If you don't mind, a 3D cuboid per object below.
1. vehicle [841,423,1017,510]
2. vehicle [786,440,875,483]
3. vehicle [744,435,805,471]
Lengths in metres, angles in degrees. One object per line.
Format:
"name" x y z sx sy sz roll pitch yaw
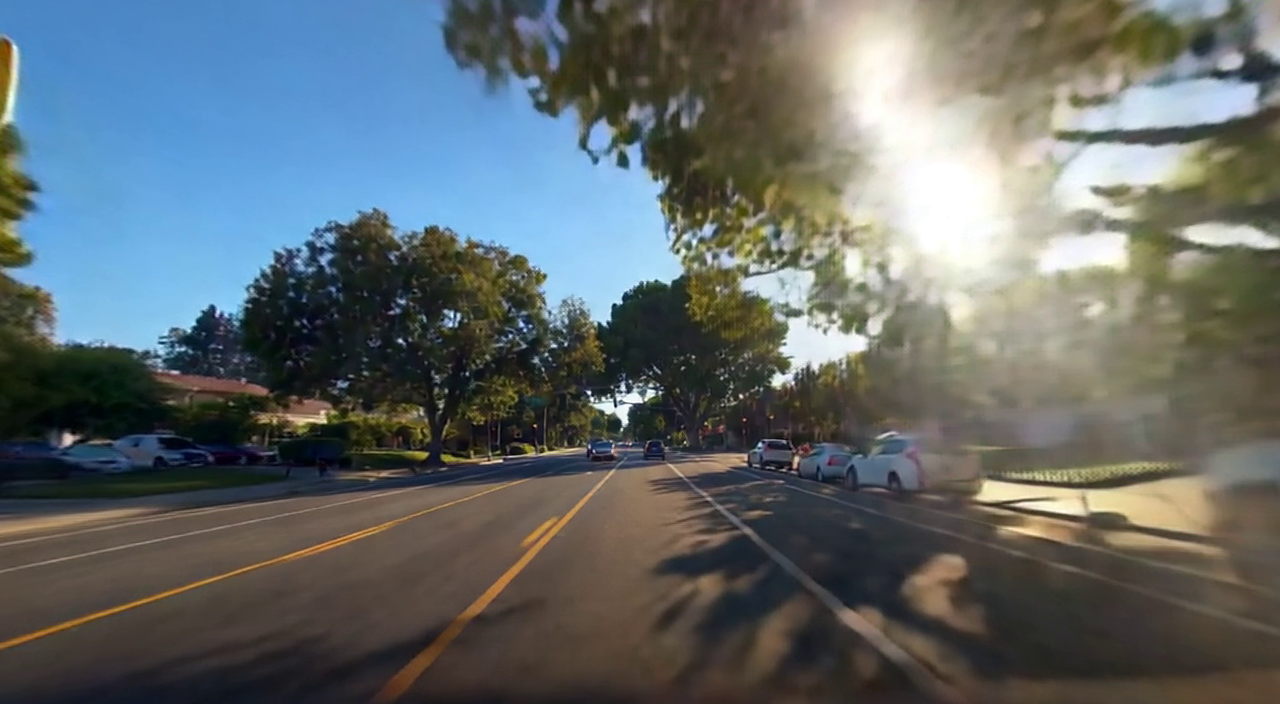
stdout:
"vehicle" 7.155 2.894 16.398 2.088 1.848 4.936 0 -9 -2
"vehicle" 7.138 4.143 24.236 1.922 1.473 4.738 0 -8 0
"vehicle" 7.210 5.481 34.408 2.132 1.793 5.003 0 -8 -1
